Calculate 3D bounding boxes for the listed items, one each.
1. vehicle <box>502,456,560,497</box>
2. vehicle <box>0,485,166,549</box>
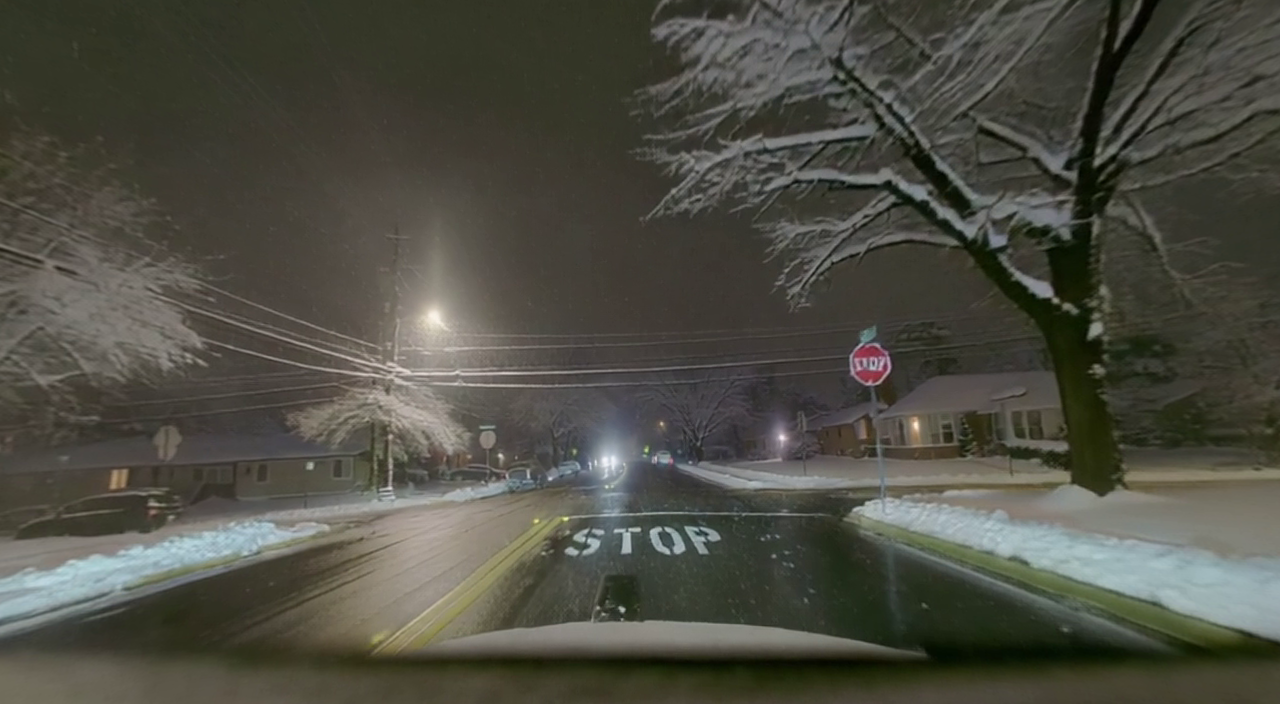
[{"bbox_3d":[-5.972,6.856,35.231,2.149,1.823,4.613,-6,-9,1],"label":"vehicle"},{"bbox_3d":[-18.474,5.423,20.884,4.274,1.626,2.093,-6,-9,11],"label":"vehicle"}]
